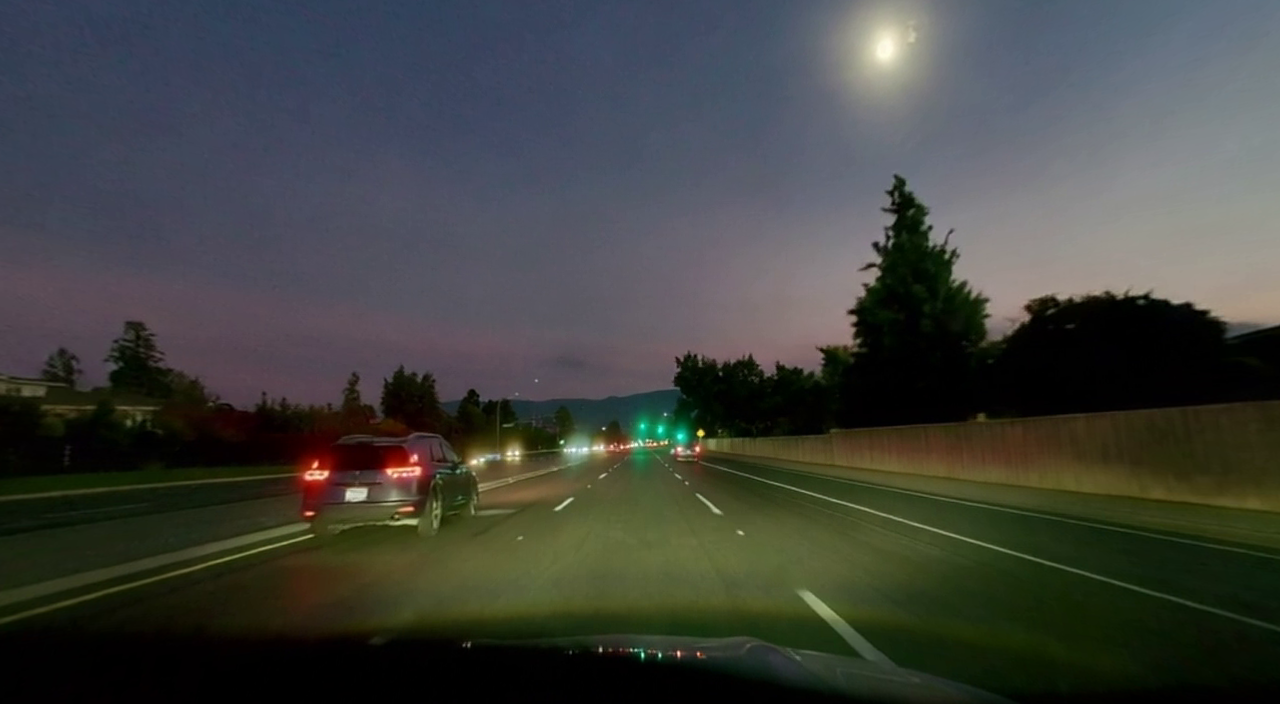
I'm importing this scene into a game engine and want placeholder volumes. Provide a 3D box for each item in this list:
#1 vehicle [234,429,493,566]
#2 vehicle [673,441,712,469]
[{"bbox_3d":[-3.654,1.976,9.417,1.966,1.524,4.410,0,-8,-2],"label":"vehicle"},{"bbox_3d":[3.424,6.827,42.020,2.114,1.780,4.445,0,-8,-1],"label":"vehicle"}]
